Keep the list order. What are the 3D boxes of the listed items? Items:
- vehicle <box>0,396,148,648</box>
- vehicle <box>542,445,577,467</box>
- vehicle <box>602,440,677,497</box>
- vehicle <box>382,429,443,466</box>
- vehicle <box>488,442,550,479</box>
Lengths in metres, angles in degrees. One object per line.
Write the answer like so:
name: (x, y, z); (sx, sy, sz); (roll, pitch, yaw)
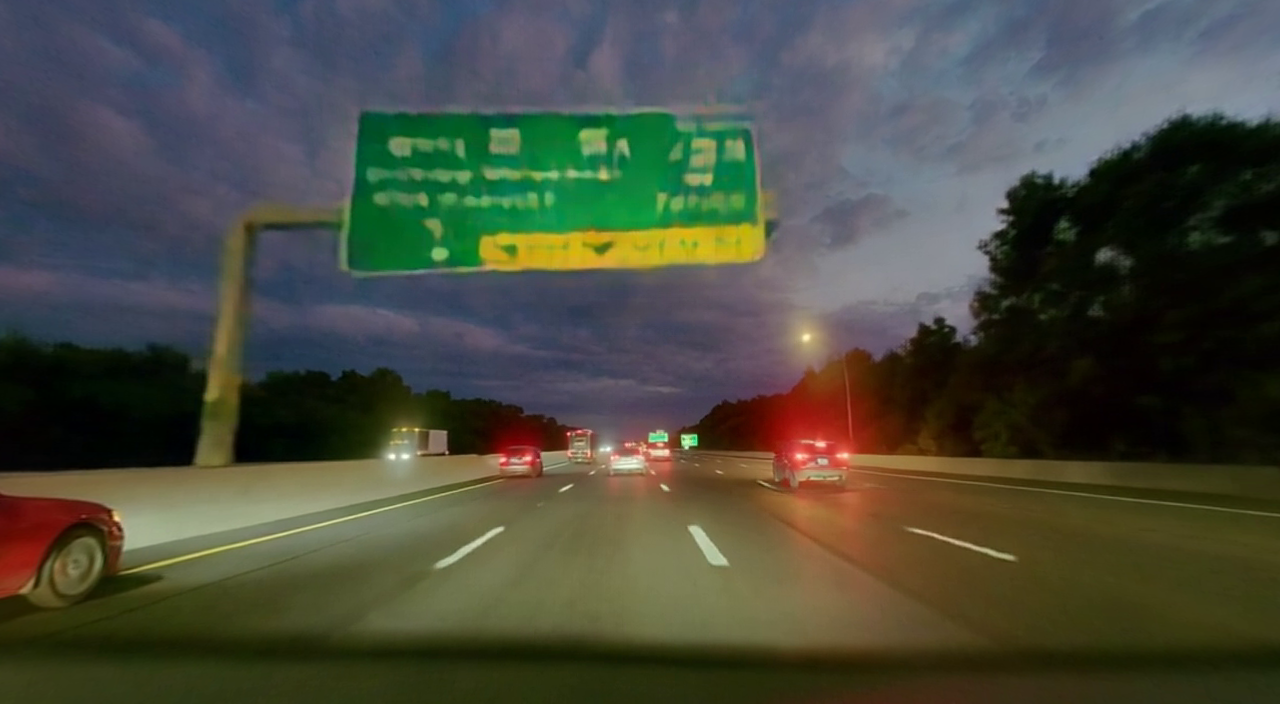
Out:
vehicle: (-5.179, 0.968, 3.165); (2.058, 1.626, 4.118); (0, -9, -1)
vehicle: (-5.467, 7.114, 42.966); (1.814, 1.417, 3.860); (0, -9, 1)
vehicle: (-0.034, 3.267, 17.959); (1.940, 1.451, 3.512); (0, -9, 0)
vehicle: (-17.376, 7.378, 48.386); (2.546, 2.647, 5.845); (0, -9, 0)
vehicle: (-5.205, 4.732, 27.568); (1.892, 1.481, 4.180); (0, -9, 0)
